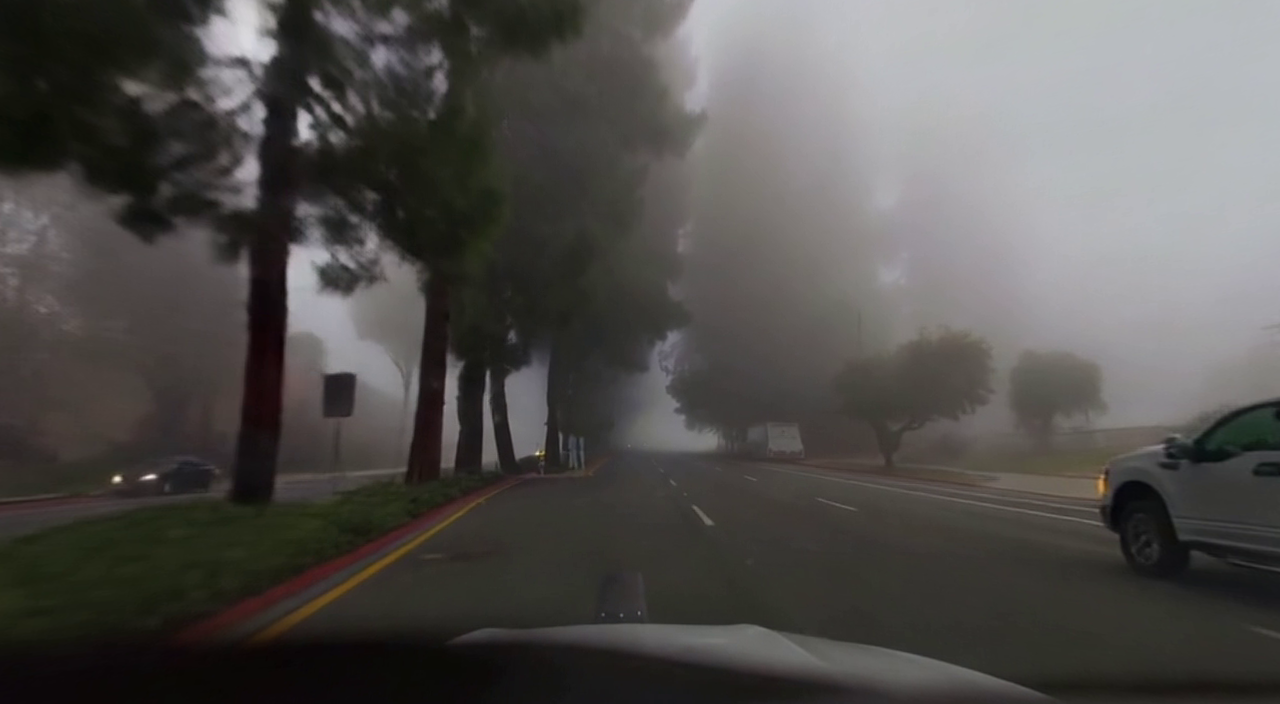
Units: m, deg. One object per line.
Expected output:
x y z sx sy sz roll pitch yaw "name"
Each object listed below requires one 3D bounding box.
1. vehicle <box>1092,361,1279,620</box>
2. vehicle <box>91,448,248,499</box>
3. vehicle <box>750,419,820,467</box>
6.157 0.876 3.646 2.493 1.956 6.125 0 -9 -1 "vehicle"
-19.486 5.000 26.633 2.146 1.848 5.680 -1 -9 1 "vehicle"
10.170 6.523 45.436 2.842 2.993 8.104 -3 -8 -1 "vehicle"
